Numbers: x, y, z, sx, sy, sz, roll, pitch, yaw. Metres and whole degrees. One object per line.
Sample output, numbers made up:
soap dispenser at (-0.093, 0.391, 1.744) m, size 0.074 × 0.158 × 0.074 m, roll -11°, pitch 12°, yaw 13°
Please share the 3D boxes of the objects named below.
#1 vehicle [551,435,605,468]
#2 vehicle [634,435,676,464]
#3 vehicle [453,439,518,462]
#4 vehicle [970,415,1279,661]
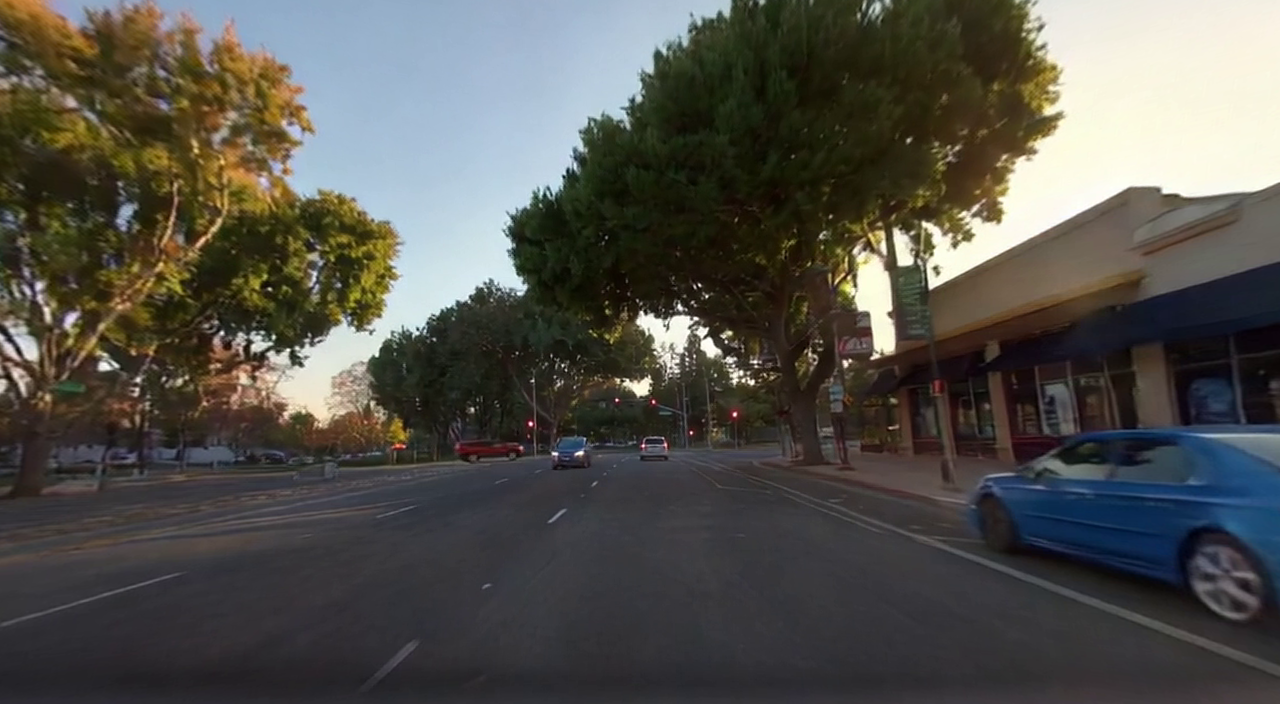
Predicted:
vehicle at (-2.919, 4.773, 30.528) m, size 2.032 × 1.467 × 4.411 m, roll 0°, pitch -8°, yaw 2°
vehicle at (0.760, 5.127, 33.309) m, size 2.059 × 1.456 × 4.047 m, roll 0°, pitch -8°, yaw 1°
vehicle at (-11.729, 7.438, 47.967) m, size 4.541 × 1.689 × 1.966 m, roll 3°, pitch -9°, yaw -19°
vehicle at (4.804, 1.317, 5.134) m, size 1.942 × 1.469 × 4.049 m, roll 0°, pitch -8°, yaw -2°
